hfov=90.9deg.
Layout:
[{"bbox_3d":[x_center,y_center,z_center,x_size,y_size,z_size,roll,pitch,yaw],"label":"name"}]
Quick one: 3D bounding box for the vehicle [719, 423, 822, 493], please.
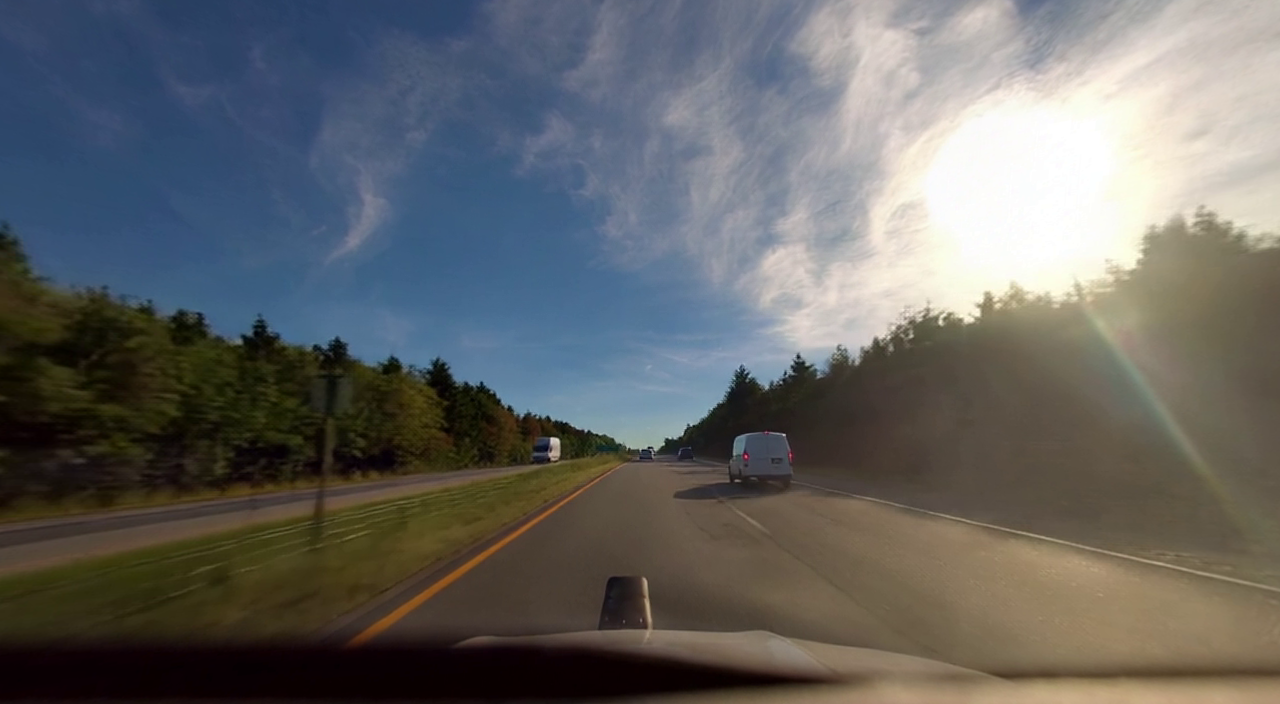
[{"bbox_3d":[4.209,3.543,21.254,2.371,2.045,4.768,0,-9,-1],"label":"vehicle"}]
